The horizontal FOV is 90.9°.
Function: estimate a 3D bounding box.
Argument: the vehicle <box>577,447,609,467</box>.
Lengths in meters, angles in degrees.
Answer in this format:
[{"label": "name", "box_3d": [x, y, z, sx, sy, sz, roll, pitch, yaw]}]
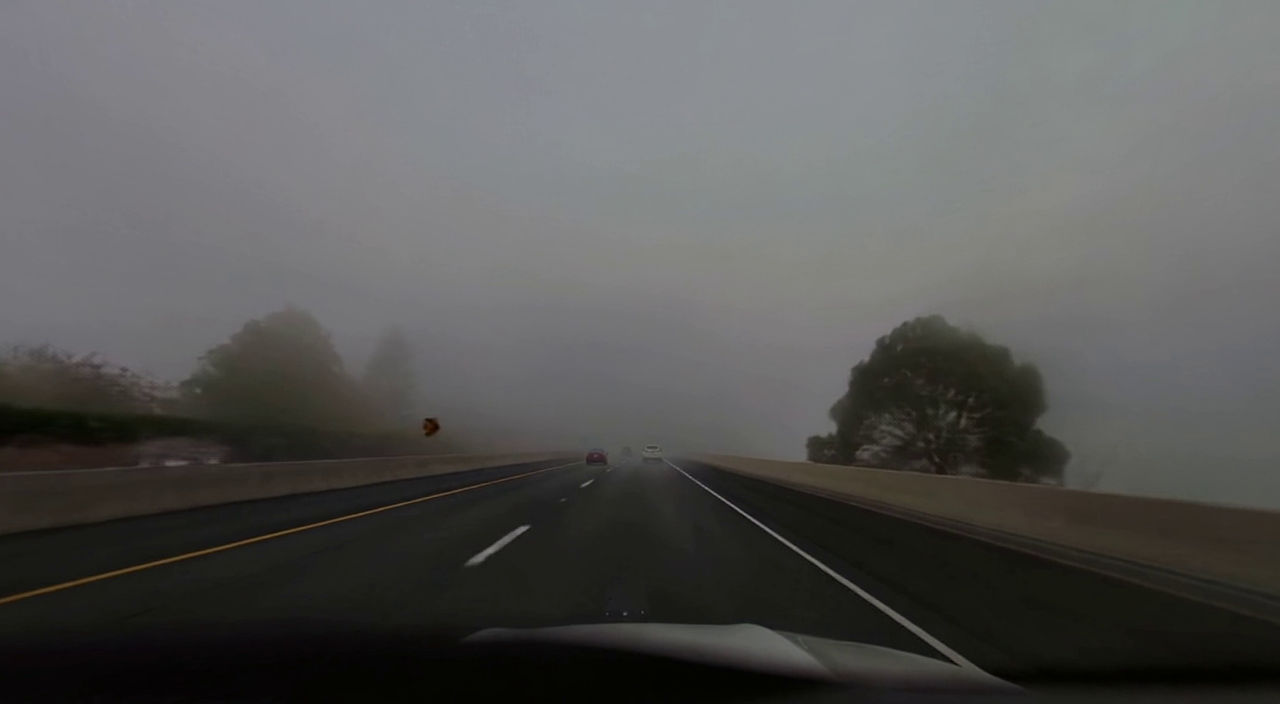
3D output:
[{"label": "vehicle", "box_3d": [-3.558, 8.010, 48.243, 2.033, 1.449, 3.957, 0, -9, 1]}]
